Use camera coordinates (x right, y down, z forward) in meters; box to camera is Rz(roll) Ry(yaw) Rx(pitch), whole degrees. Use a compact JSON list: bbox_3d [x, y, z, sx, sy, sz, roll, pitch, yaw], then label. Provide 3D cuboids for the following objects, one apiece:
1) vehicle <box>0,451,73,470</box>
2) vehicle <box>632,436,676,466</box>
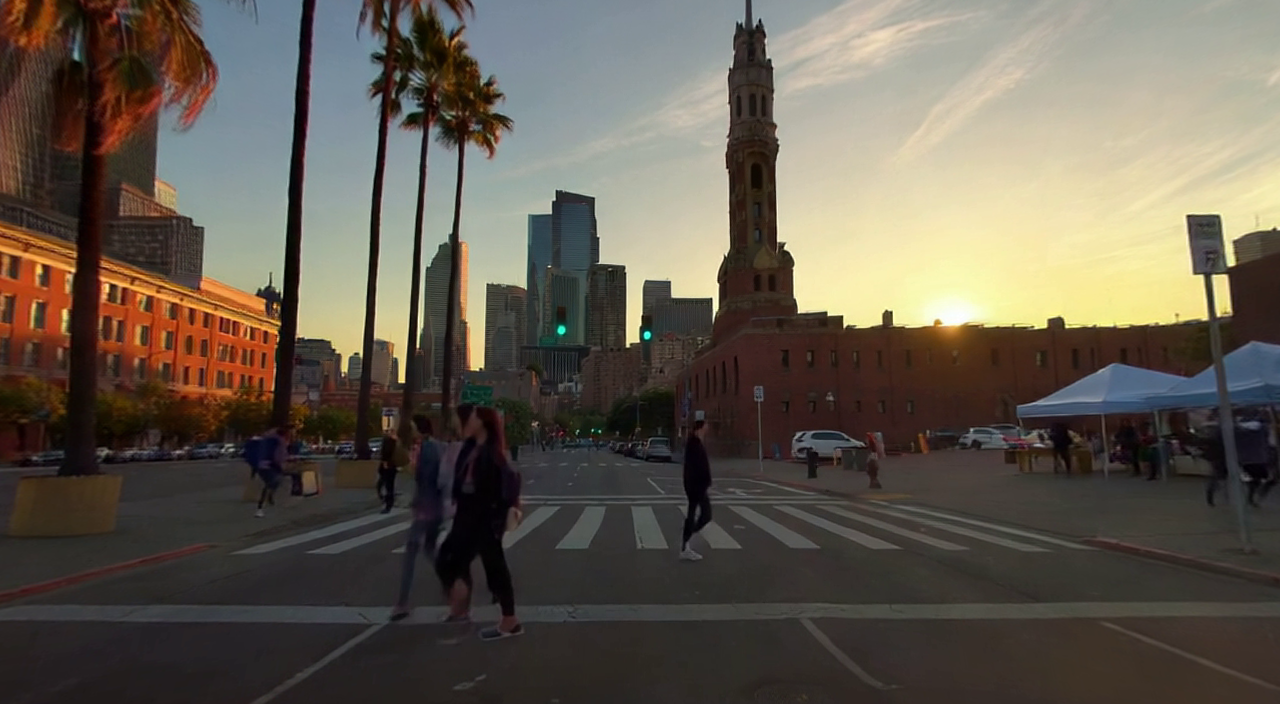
[{"bbox_3d":[-46.209,8.170,47.594,2.121,1.294,5.167,0,-8,1],"label":"vehicle"},{"bbox_3d":[0.932,7.288,46.538,2.322,2.071,5.366,1,-9,-9],"label":"vehicle"}]
